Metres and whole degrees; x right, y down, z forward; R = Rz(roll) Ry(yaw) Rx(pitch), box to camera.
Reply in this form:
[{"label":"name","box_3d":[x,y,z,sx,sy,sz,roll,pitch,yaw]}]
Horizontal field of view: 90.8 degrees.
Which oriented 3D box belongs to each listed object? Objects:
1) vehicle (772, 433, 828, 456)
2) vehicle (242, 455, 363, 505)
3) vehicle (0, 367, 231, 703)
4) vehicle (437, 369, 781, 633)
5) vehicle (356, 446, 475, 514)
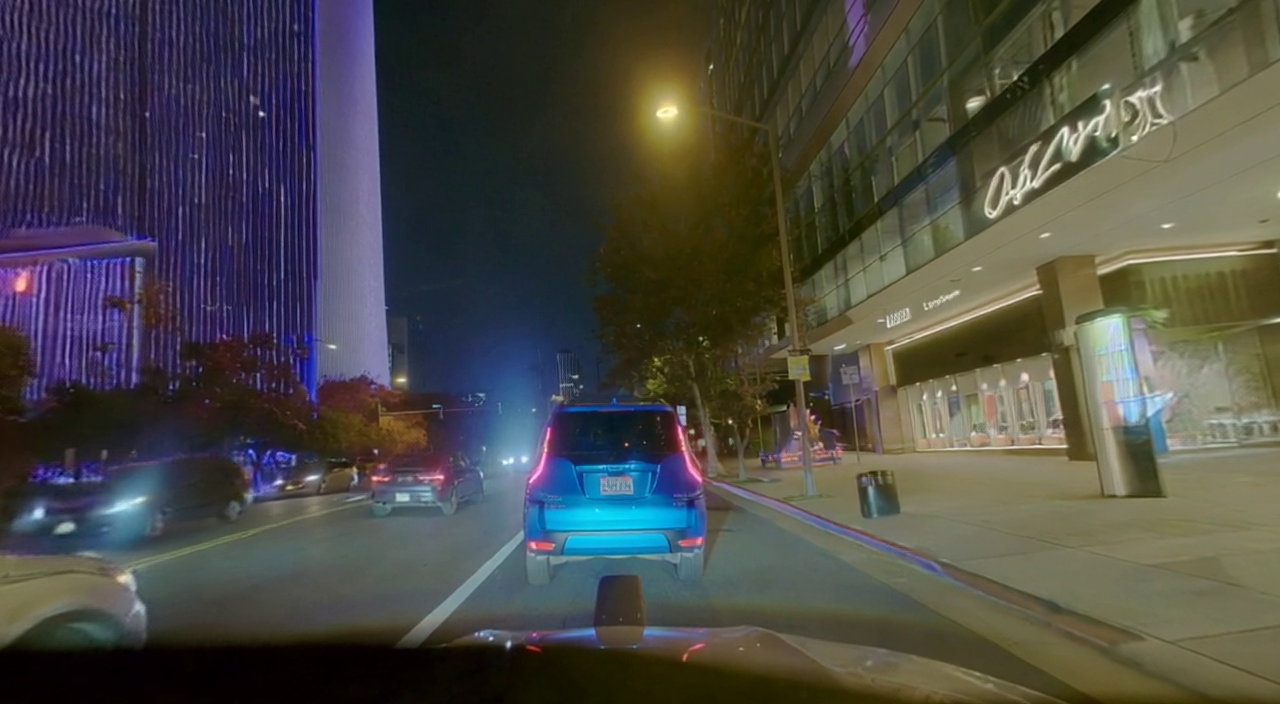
[{"label":"vehicle","box_3d":[10.383,6.008,40.855,1.877,1.416,3.965,-8,-12,40]},{"label":"vehicle","box_3d":[-11.904,4.502,22.730,1.913,1.487,4.700,0,-8,-2]},{"label":"vehicle","box_3d":[-3.256,0.756,1.325,1.971,1.658,4.428,0,-8,-3]},{"label":"vehicle","box_3d":[-0.327,1.407,6.961,2.531,1.930,4.382,0,-8,-3]},{"label":"vehicle","box_3d":[-5.473,3.123,16.025,1.876,1.448,4.464,1,-8,-7]}]
